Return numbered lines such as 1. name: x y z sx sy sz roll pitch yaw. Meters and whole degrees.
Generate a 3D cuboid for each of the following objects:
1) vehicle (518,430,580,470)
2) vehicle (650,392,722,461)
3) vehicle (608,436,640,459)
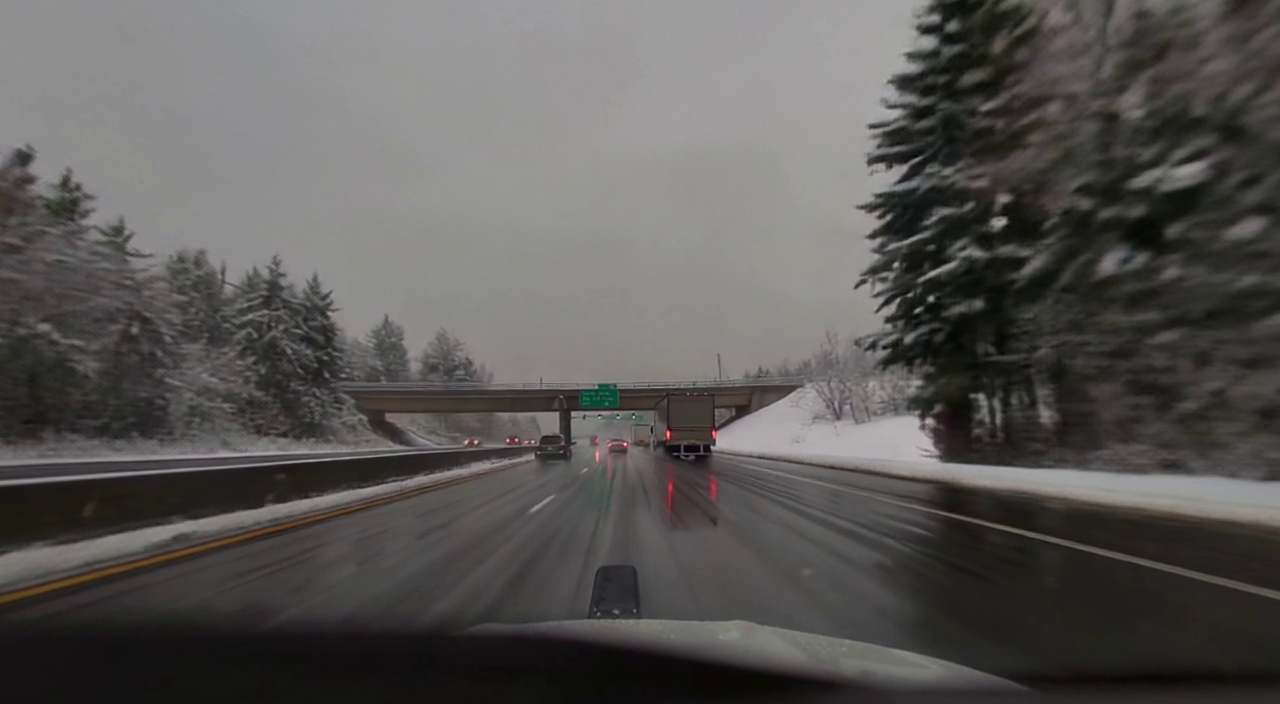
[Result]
1. vehicle: -4.273 4.714 30.425 2.377 1.747 4.703 0 -8 -1
2. vehicle: 2.803 5.340 43.716 3.301 4.034 13.722 0 -8 -3
3. vehicle: -1.159 6.604 43.673 2.125 1.542 3.816 0 -8 -2
